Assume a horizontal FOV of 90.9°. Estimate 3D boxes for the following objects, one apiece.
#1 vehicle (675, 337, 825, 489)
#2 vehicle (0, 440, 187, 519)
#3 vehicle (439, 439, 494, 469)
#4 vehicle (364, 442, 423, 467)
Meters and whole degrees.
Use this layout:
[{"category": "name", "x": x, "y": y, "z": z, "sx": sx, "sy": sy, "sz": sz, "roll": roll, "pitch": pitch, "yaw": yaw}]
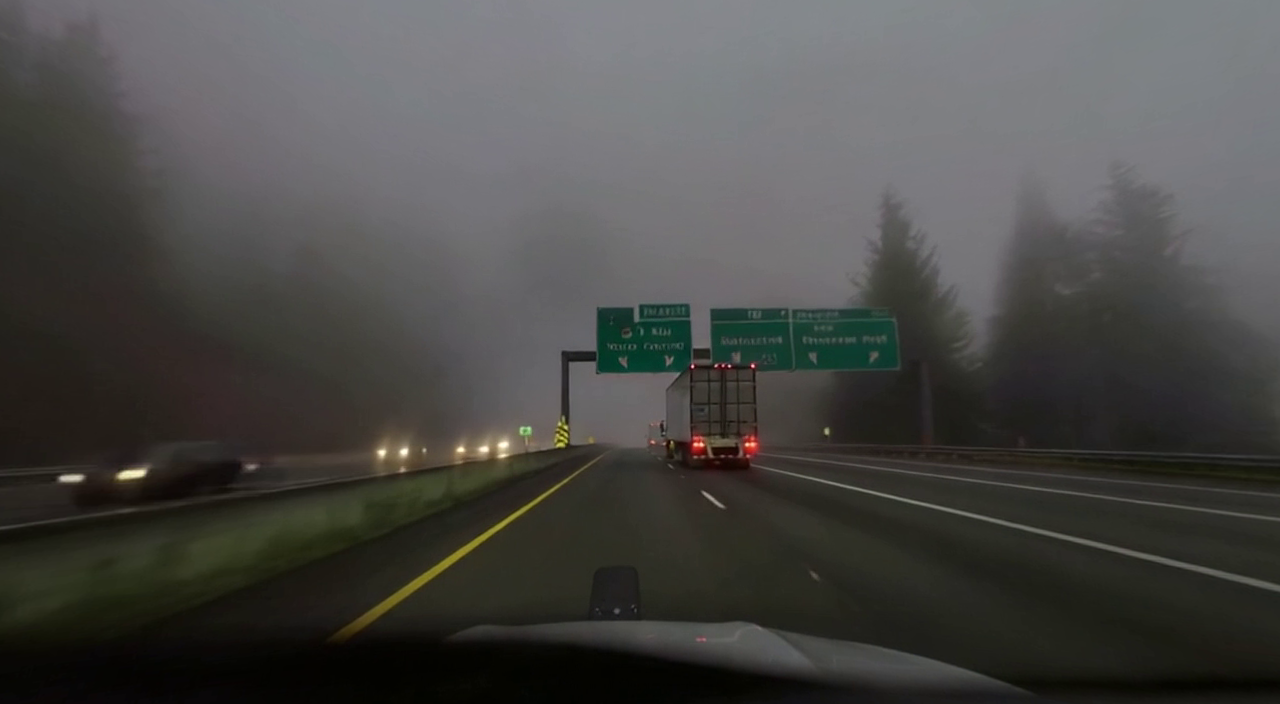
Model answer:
[{"category": "vehicle", "x": 3.241, "y": 2.472, "z": 23.282, "sx": 2.954, "sy": 3.995, "sz": 13.335, "roll": 0, "pitch": -8, "yaw": -1}, {"category": "vehicle", "x": -13.241, "y": 2.898, "z": 14.973, "sx": 1.896, "sy": 1.577, "sz": 4.074, "roll": 0, "pitch": -8, "yaw": 0}, {"category": "vehicle", "x": -9.168, "y": 5.394, "z": 33.664, "sx": 1.847, "sy": 1.456, "sz": 3.890, "roll": 0, "pitch": -8, "yaw": 0}, {"category": "vehicle", "x": -16.071, "y": 6.690, "z": 41.404, "sx": 1.965, "sy": 1.489, "sz": 4.918, "roll": 0, "pitch": -8, "yaw": -1}]
